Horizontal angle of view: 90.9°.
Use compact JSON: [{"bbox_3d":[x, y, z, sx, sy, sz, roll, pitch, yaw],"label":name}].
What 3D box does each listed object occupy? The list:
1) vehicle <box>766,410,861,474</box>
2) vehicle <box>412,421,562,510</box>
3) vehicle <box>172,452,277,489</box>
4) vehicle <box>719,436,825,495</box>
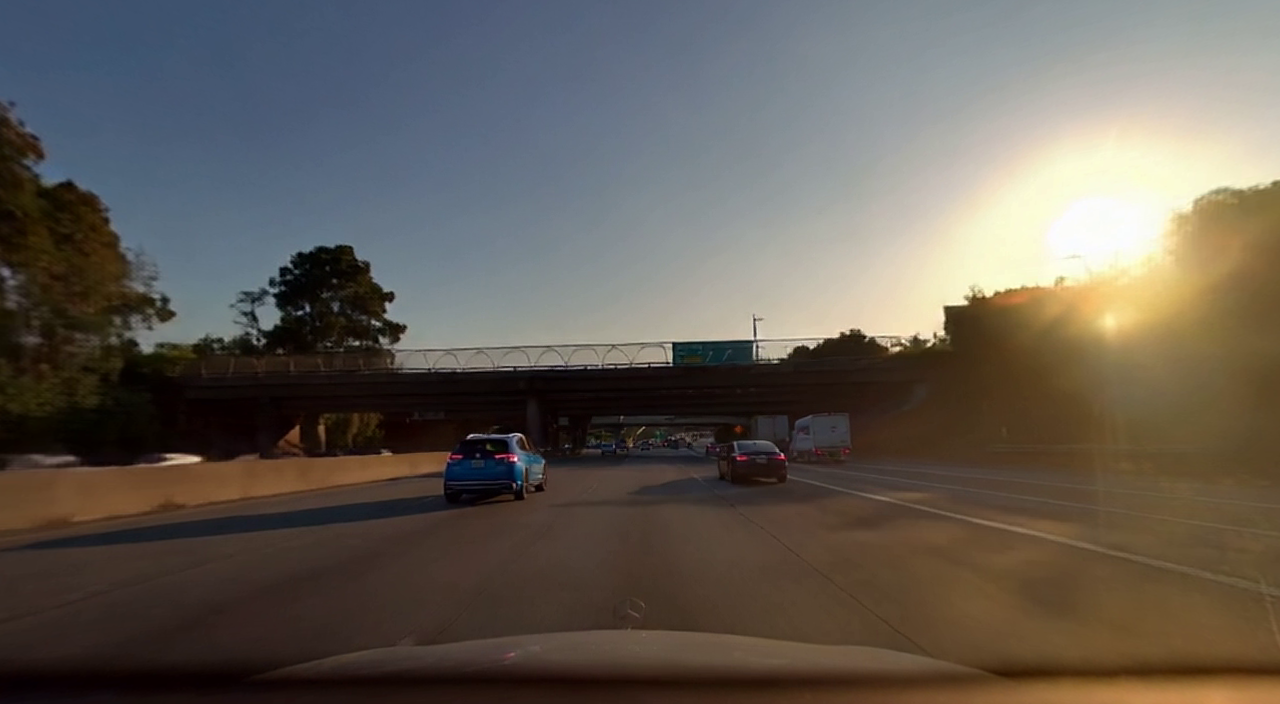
[{"bbox_3d":[7.772,4.141,28.878,2.729,2.628,4.875,0,-9,-2],"label":"vehicle"},{"bbox_3d":[-3.432,2.698,15.418,2.218,1.764,5.229,0,-9,2],"label":"vehicle"},{"bbox_3d":[-19.380,5.516,29.703,1.762,1.542,4.666,0,-9,0],"label":"vehicle"},{"bbox_3d":[3.709,3.281,18.655,2.080,1.493,4.674,0,-9,0],"label":"vehicle"}]
